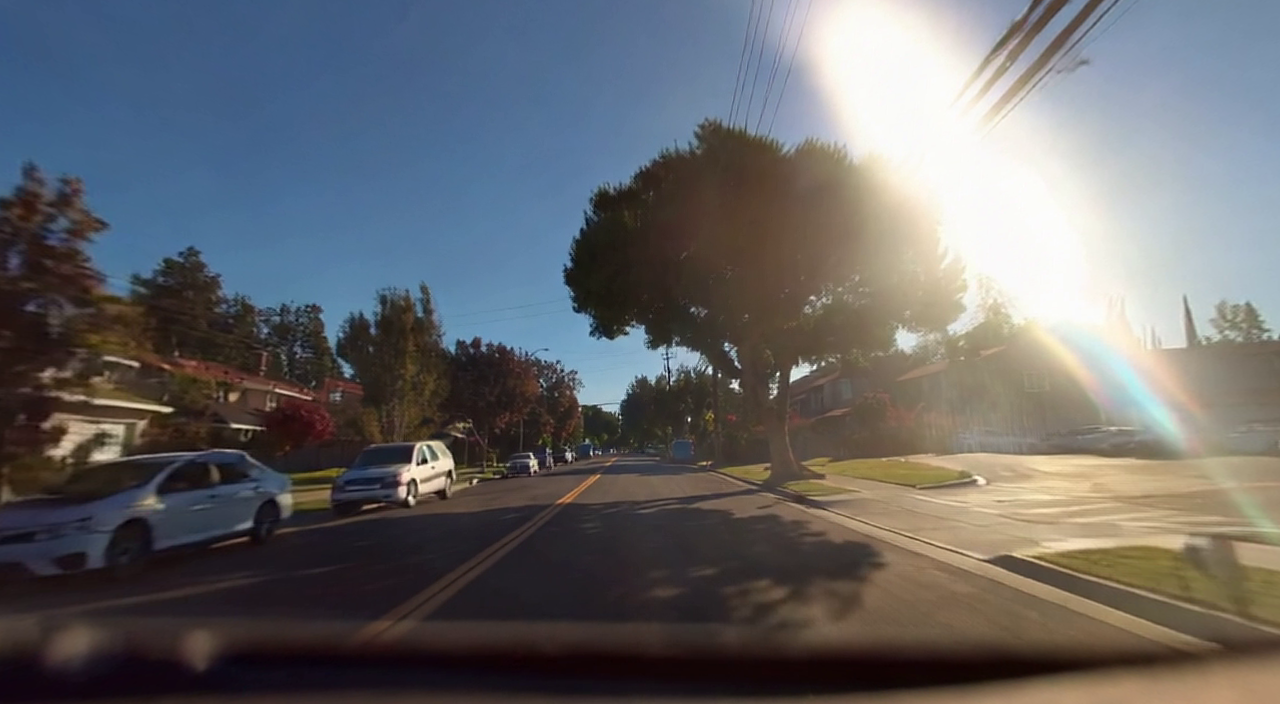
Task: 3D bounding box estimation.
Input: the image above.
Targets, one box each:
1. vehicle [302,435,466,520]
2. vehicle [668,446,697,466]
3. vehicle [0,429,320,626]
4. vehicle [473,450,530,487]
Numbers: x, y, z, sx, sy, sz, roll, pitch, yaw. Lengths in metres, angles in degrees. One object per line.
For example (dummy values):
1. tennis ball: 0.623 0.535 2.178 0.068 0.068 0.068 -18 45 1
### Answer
1. vehicle: -6.866 3.374 17.904 2.144 1.955 6.159 -1 -8 -1
2. vehicle: 3.216 7.934 48.282 1.943 1.469 4.504 0 -9 0
3. vehicle: -6.805 2.047 8.576 2.120 1.799 5.370 -1 -9 0
4. vehicle: -7.008 5.930 32.380 1.852 1.510 4.812 -3 -7 -1
